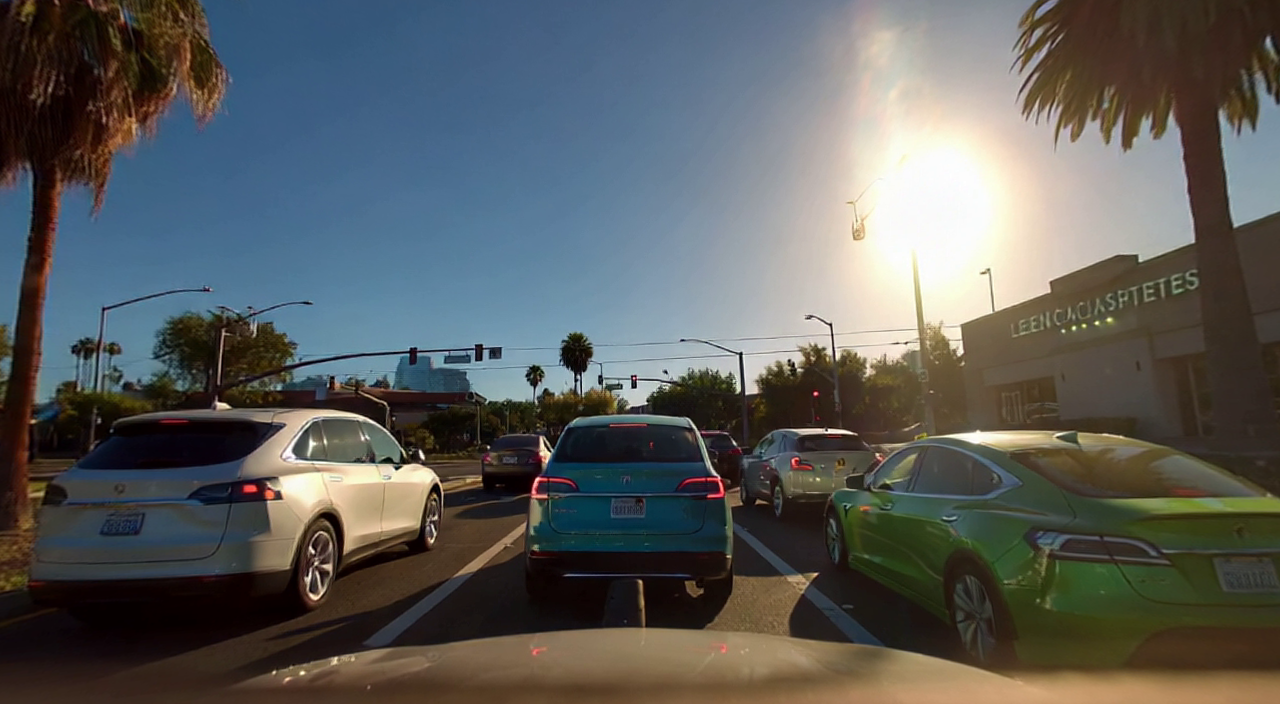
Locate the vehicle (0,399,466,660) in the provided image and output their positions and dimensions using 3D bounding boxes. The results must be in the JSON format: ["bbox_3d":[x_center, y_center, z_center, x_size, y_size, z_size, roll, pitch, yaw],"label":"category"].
[{"bbox_3d":[-3.352,1.385,6.049,2.014,1.534,4.455,0,-8,1],"label":"vehicle"}]

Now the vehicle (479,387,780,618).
[{"bbox_3d":[-0.137,1.465,7.065,2.280,1.747,4.361,0,-8,-2],"label":"vehicle"}]

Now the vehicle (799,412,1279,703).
[{"bbox_3d":[2.967,1.370,5.257,2.017,1.491,4.611,0,-8,-1],"label":"vehicle"}]
